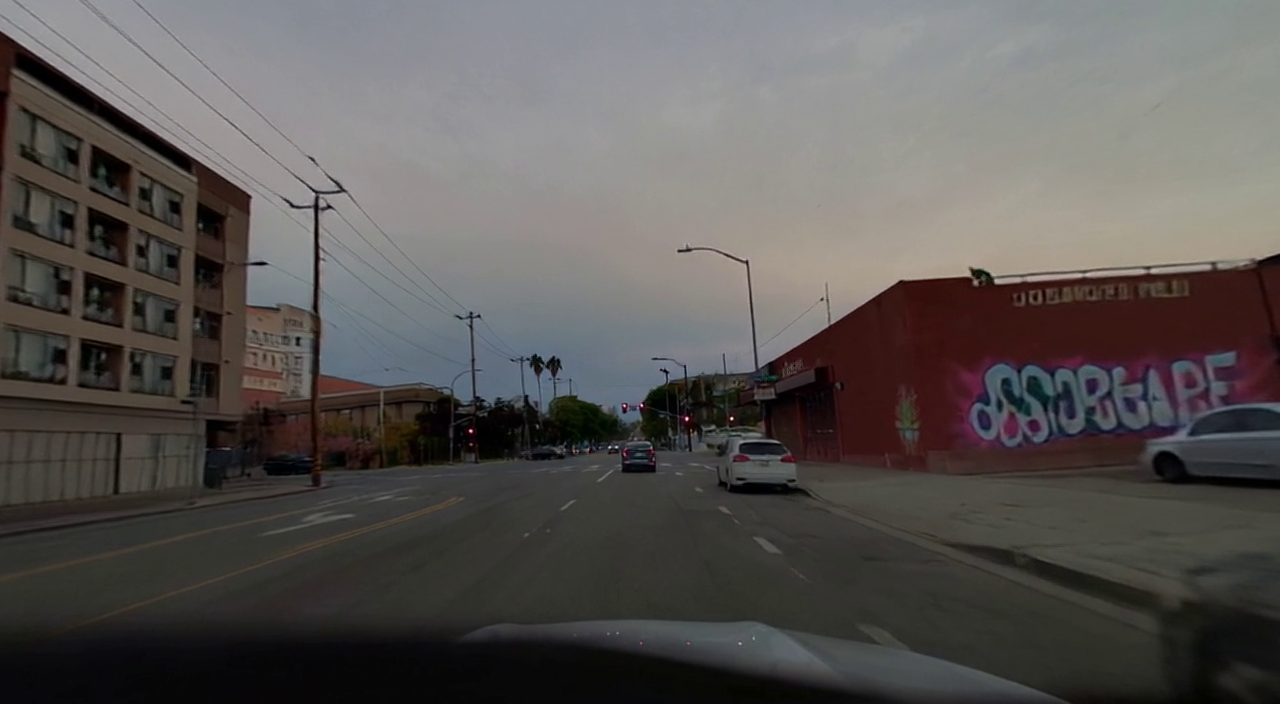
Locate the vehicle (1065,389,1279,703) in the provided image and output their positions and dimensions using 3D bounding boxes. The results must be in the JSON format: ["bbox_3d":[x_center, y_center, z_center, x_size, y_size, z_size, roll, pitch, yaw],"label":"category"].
[{"bbox_3d":[3.127,0.726,0.937,2.062,1.535,4.206,0,-9,1],"label":"vehicle"}]

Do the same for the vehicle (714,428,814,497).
[{"bbox_3d":[3.378,3.110,18.075,1.938,1.714,4.402,0,-9,-1],"label":"vehicle"}]

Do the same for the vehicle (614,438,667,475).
[{"bbox_3d":[0.012,4.615,27.899,2.153,1.505,4.452,0,-9,0],"label":"vehicle"}]
